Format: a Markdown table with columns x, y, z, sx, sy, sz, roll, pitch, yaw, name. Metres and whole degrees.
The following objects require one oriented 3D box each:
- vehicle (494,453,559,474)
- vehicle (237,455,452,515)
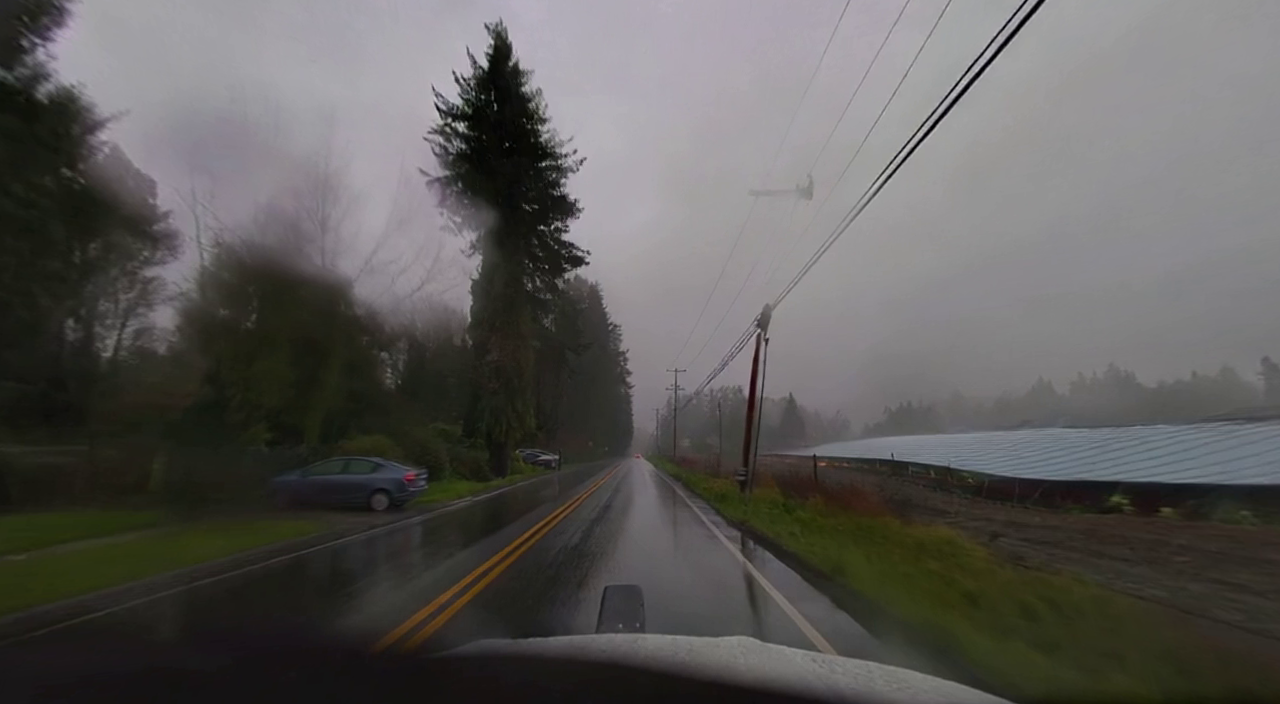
| x | y | z | sx | sy | sz | roll | pitch | yaw | name |
| --- | --- | --- | --- | --- | --- | --- | --- | --- | --- |
| -8.493 | 8.359 | 47.521 | 4.525 | 1.499 | 1.934 | 0 | -9 | 1 | vehicle |
| -7.985 | 3.568 | 17.295 | 4.954 | 1.449 | 2.141 | -2 | -9 | 11 | vehicle |
